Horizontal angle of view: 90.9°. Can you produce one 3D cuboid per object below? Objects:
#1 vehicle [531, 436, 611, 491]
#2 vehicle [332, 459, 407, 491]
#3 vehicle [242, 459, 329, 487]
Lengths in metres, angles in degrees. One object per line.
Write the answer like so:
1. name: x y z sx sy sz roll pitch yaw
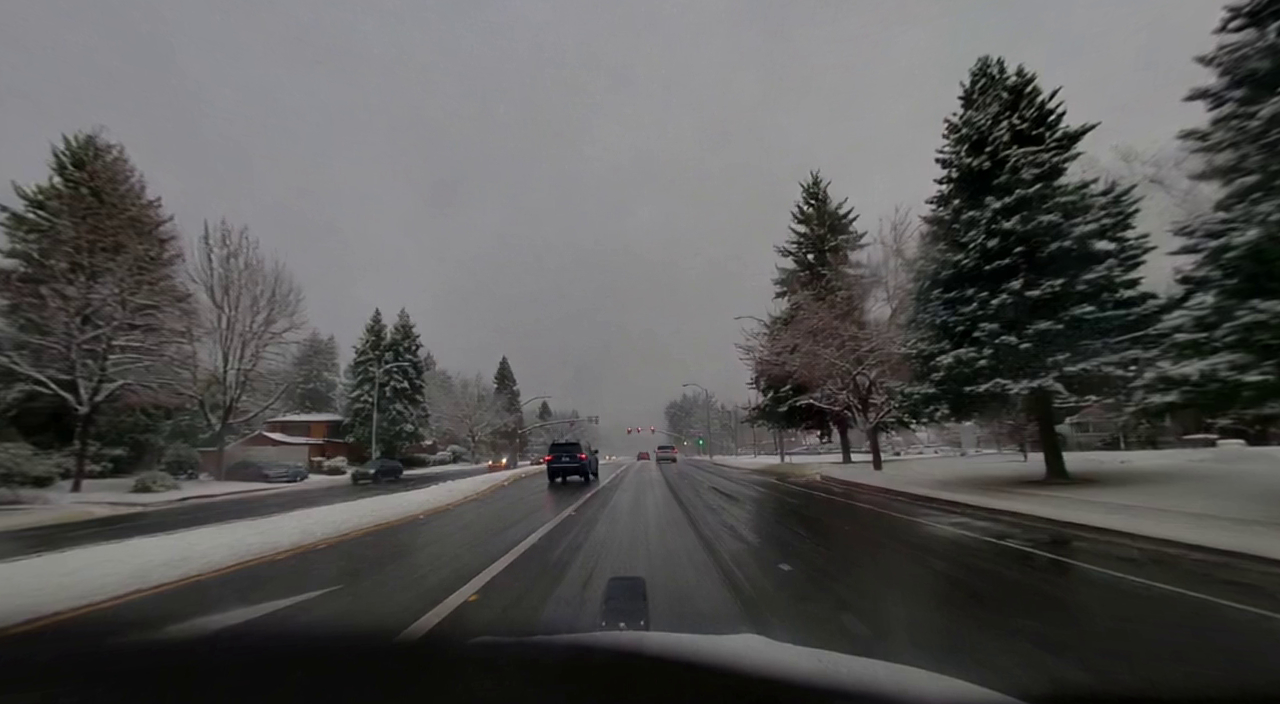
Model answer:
1. vehicle: -2.465 4.185 24.055 2.459 1.825 5.380 0 -8 0
2. vehicle: -14.761 6.727 34.760 1.981 1.503 4.796 0 -9 0
3. vehicle: -24.599 8.414 43.865 4.824 1.766 1.967 0 -9 4
